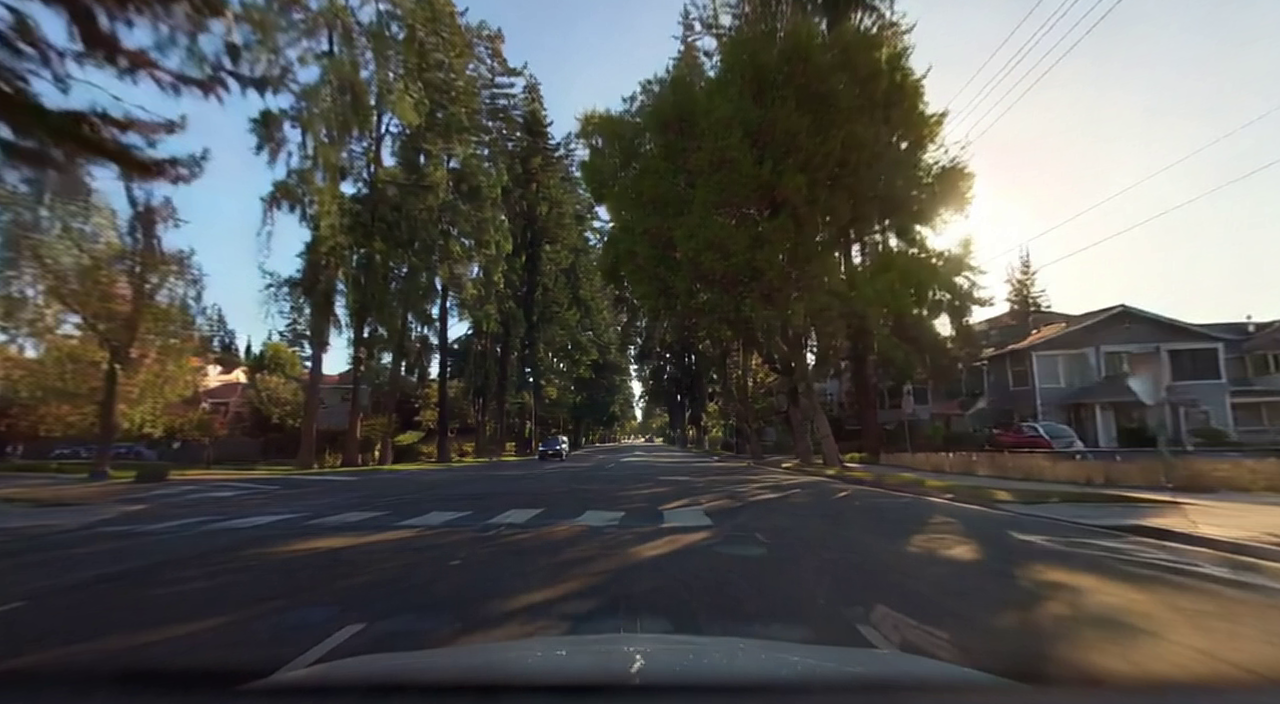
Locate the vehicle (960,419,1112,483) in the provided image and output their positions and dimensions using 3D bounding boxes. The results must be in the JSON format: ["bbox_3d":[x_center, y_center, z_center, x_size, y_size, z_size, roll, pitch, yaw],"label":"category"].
[{"bbox_3d":[13.245,3.286,21.022,4.771,1.912,2.137,5,-10,-29],"label":"vehicle"}]

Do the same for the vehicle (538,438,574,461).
[{"bbox_3d":[-6.560,7.685,49.762,2.038,1.743,4.381,-1,-8,3],"label":"vehicle"}]
